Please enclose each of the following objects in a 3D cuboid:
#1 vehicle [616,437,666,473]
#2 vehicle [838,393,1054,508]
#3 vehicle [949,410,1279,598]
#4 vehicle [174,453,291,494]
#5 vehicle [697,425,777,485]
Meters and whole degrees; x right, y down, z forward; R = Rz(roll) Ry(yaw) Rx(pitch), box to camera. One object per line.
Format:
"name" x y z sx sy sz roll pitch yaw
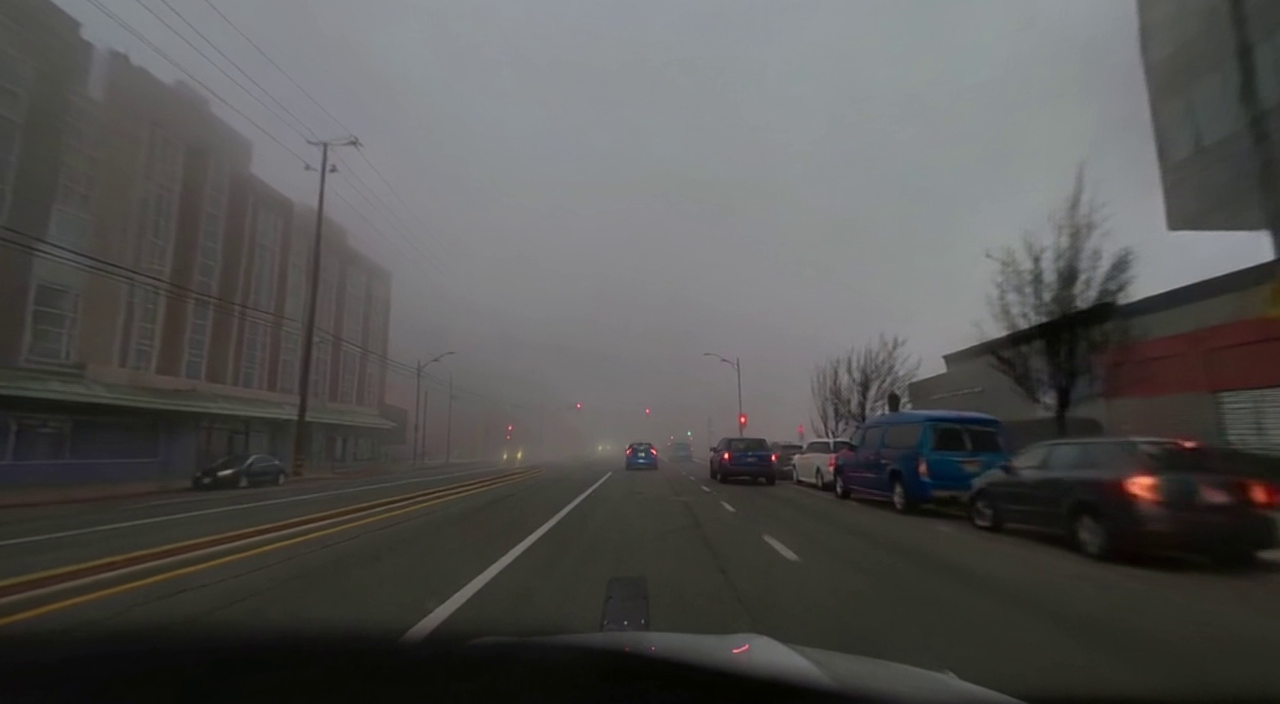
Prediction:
"vehicle" 0.048 4.952 30.376 2.245 1.587 4.094 0 -8 0
"vehicle" 6.759 2.283 14.881 2.396 2.218 5.242 0 -8 0
"vehicle" 6.733 1.909 8.933 2.176 1.901 4.887 0 -8 0
"vehicle" -17.407 5.169 27.250 1.924 1.558 4.620 0 -8 1
"vehicle" 3.463 3.793 23.453 2.159 1.938 4.836 0 -8 0
